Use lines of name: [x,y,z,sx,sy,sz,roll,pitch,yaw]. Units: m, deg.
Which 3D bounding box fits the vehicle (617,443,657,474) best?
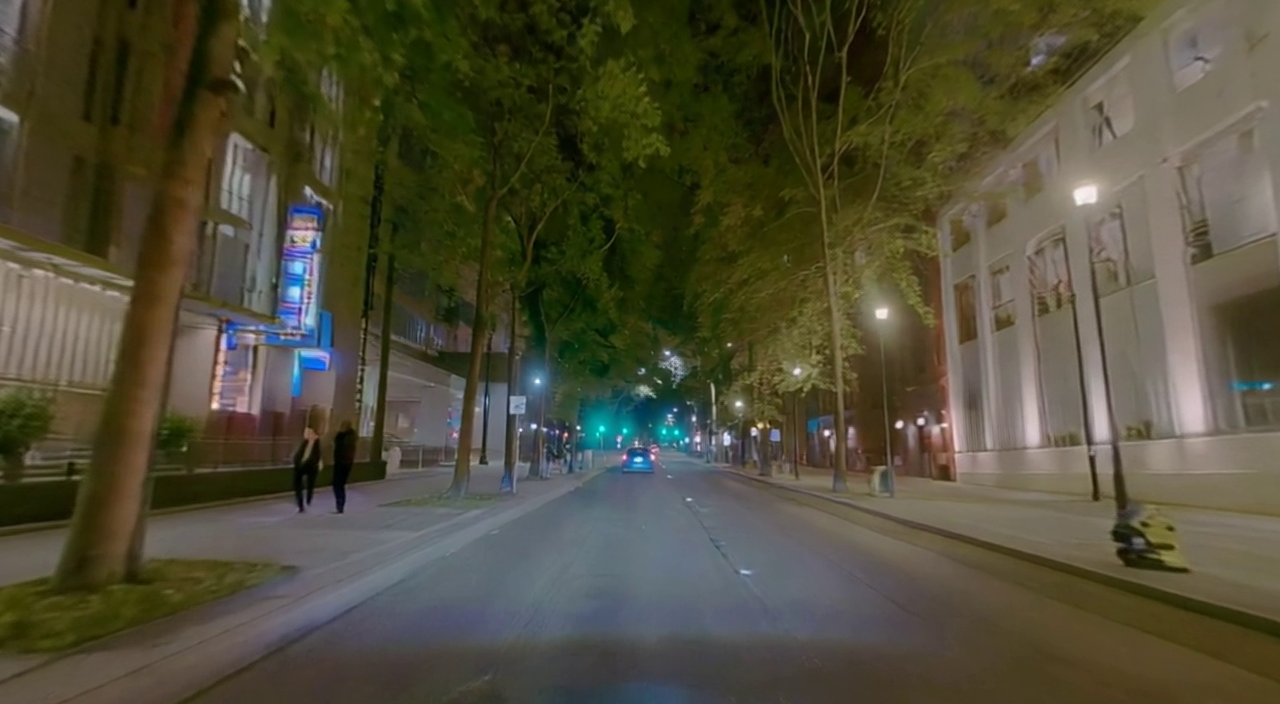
vehicle: [-0.157,5.884,35.060,2.079,1.621,3.861,0,-9,0]
